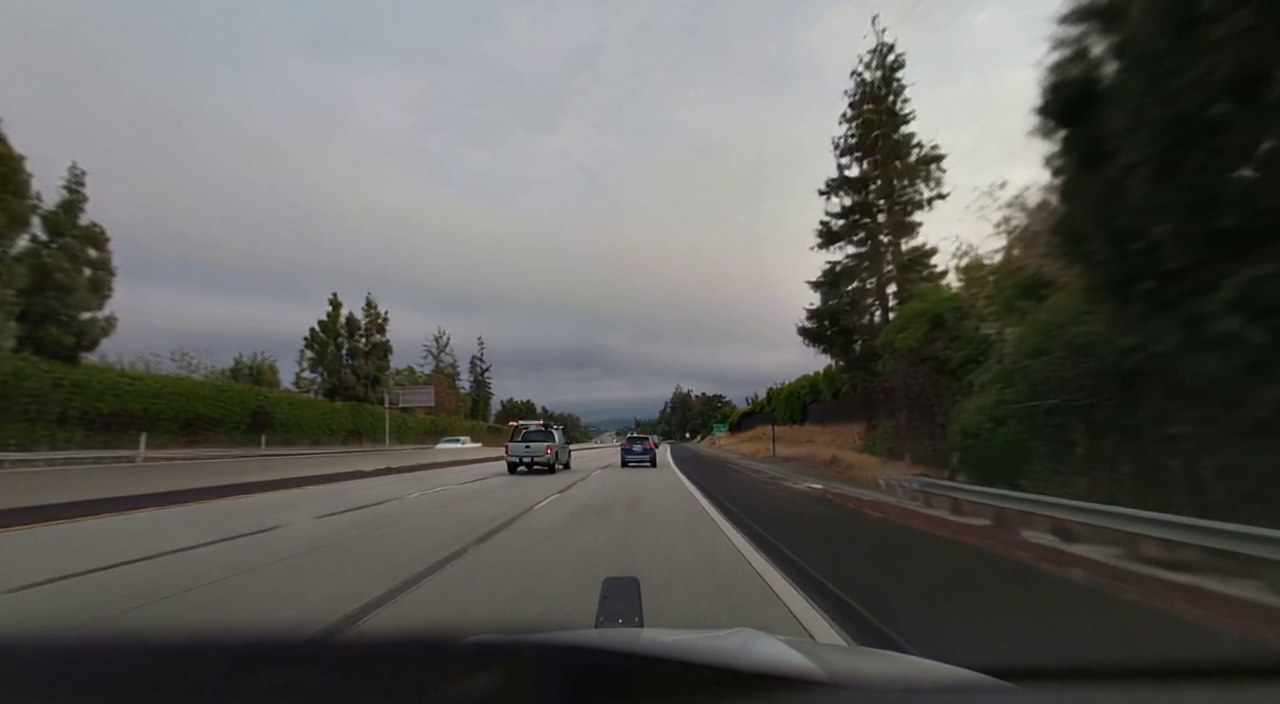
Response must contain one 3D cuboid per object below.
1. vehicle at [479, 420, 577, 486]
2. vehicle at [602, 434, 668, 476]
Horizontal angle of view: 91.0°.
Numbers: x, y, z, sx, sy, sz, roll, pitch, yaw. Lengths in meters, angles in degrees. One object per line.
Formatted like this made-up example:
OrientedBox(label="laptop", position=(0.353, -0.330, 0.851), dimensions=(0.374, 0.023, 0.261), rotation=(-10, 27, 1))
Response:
OrientedBox(label="vehicle", position=(-3.568, 3.360, 21.163), dimensions=(2.250, 1.947, 4.860), rotation=(0, -8, 2))
OrientedBox(label="vehicle", position=(-0.135, 4.611, 28.483), dimensions=(2.715, 1.669, 5.163), rotation=(0, -8, 1))
